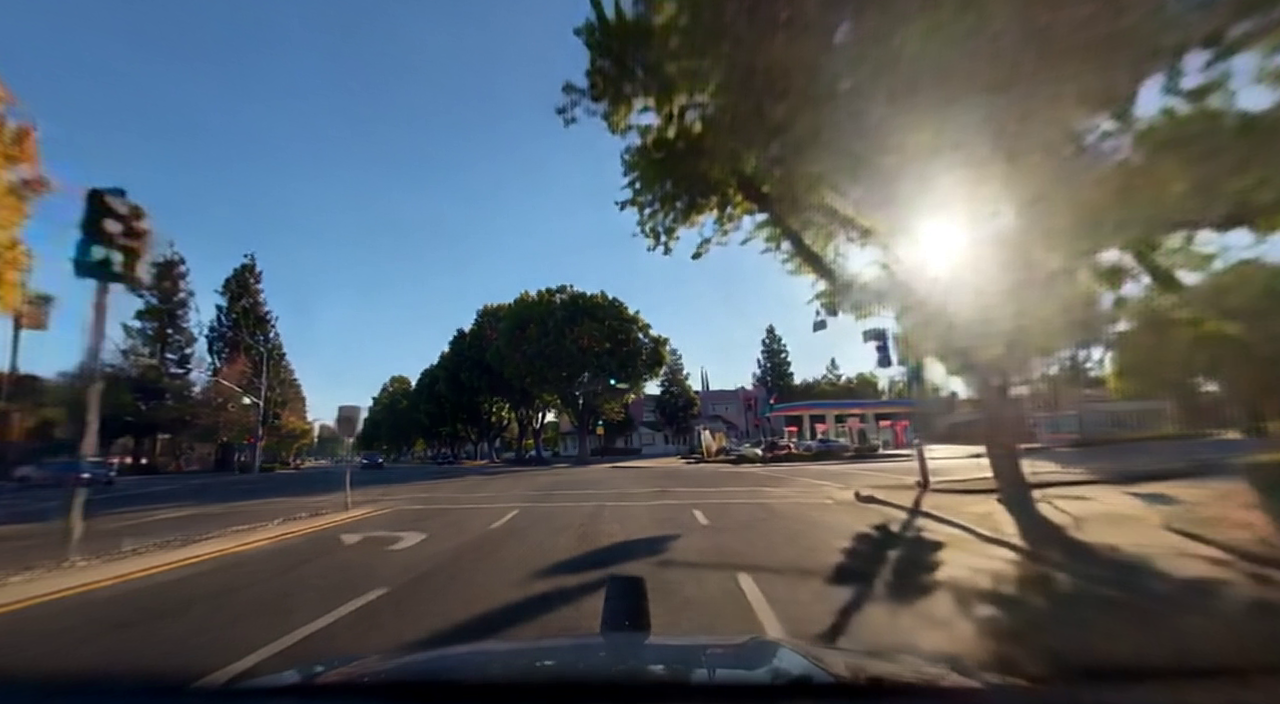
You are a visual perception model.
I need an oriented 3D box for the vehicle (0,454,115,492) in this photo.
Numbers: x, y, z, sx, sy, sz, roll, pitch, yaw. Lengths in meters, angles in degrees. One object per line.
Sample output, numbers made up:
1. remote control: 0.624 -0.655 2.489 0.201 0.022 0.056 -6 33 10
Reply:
1. vehicle: -28.419 5.858 30.585 4.559 1.608 1.961 -3 -7 10
